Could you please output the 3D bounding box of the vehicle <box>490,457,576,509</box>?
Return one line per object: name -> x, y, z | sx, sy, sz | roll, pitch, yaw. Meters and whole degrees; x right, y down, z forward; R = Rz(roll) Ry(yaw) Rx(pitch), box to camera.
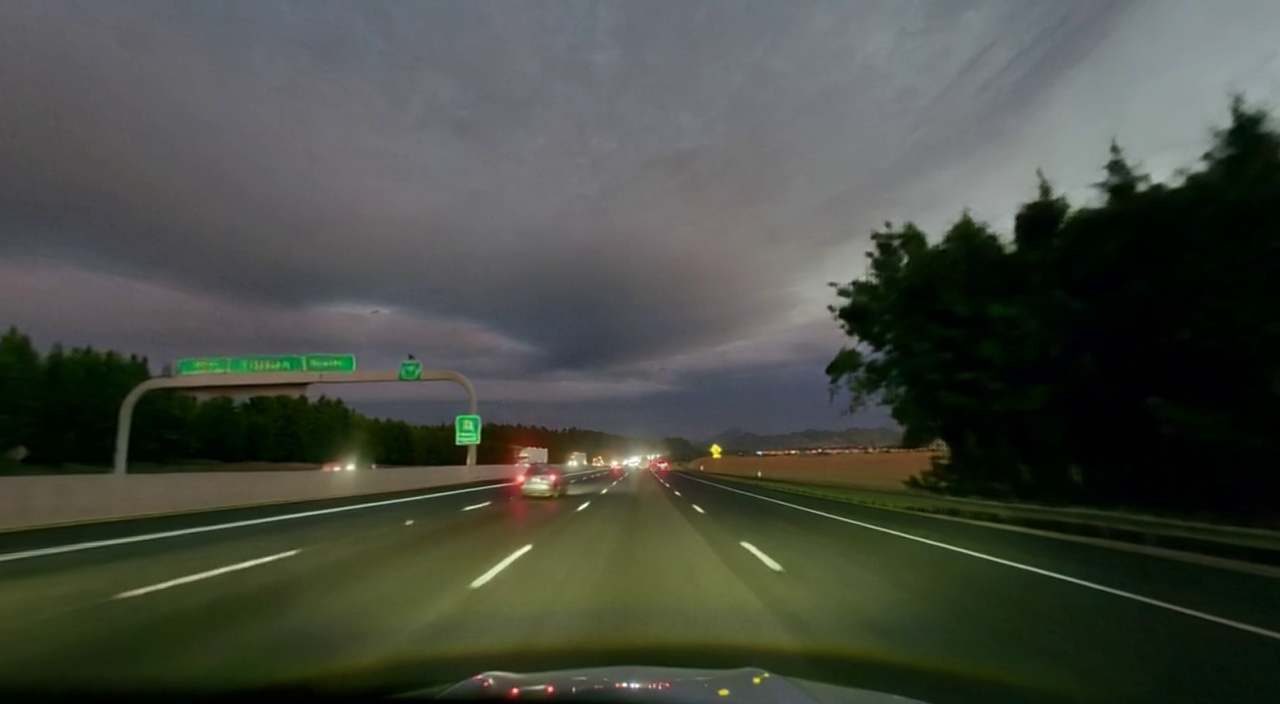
vehicle -> -3.507, 4.430, 21.609 | 2.039, 1.505, 4.843 | 1, -10, 0
